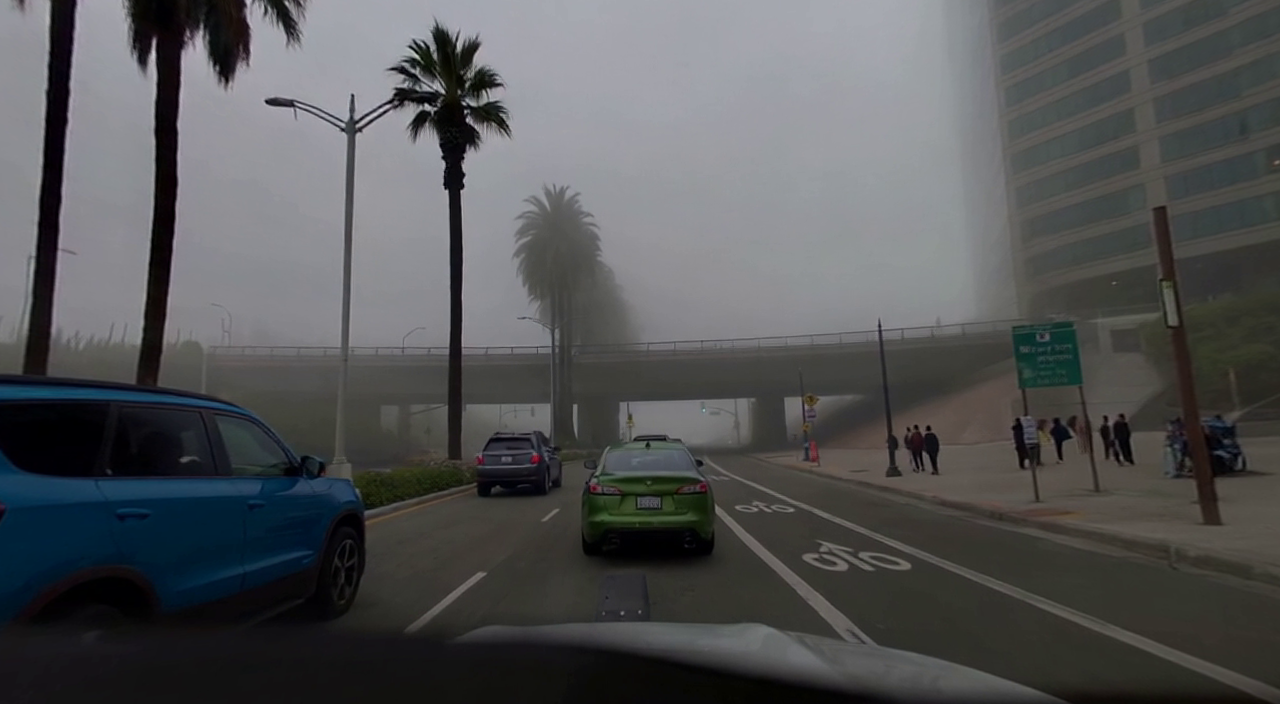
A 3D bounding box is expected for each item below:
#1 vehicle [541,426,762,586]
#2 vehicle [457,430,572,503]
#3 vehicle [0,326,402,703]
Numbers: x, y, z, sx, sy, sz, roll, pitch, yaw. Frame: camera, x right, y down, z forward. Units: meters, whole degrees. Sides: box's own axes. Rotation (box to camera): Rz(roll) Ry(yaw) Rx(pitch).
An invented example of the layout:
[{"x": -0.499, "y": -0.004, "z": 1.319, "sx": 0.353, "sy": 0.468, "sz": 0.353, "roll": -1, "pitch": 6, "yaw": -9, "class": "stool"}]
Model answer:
[{"x": 0.062, "y": 1.731, "z": 7.962, "sx": 2.036, "sy": 1.461, "sz": 4.129, "roll": 0, "pitch": -8, "yaw": -1, "class": "vehicle"}, {"x": -3.044, "y": 2.877, "z": 16.258, "sx": 1.955, "sy": 1.637, "sz": 4.032, "roll": -1, "pitch": -8, "yaw": 3, "class": "vehicle"}, {"x": -3.245, "y": 0.977, "z": 3.520, "sx": 2.014, "sy": 1.740, "sz": 4.359, "roll": 0, "pitch": -8, "yaw": 2, "class": "vehicle"}]
